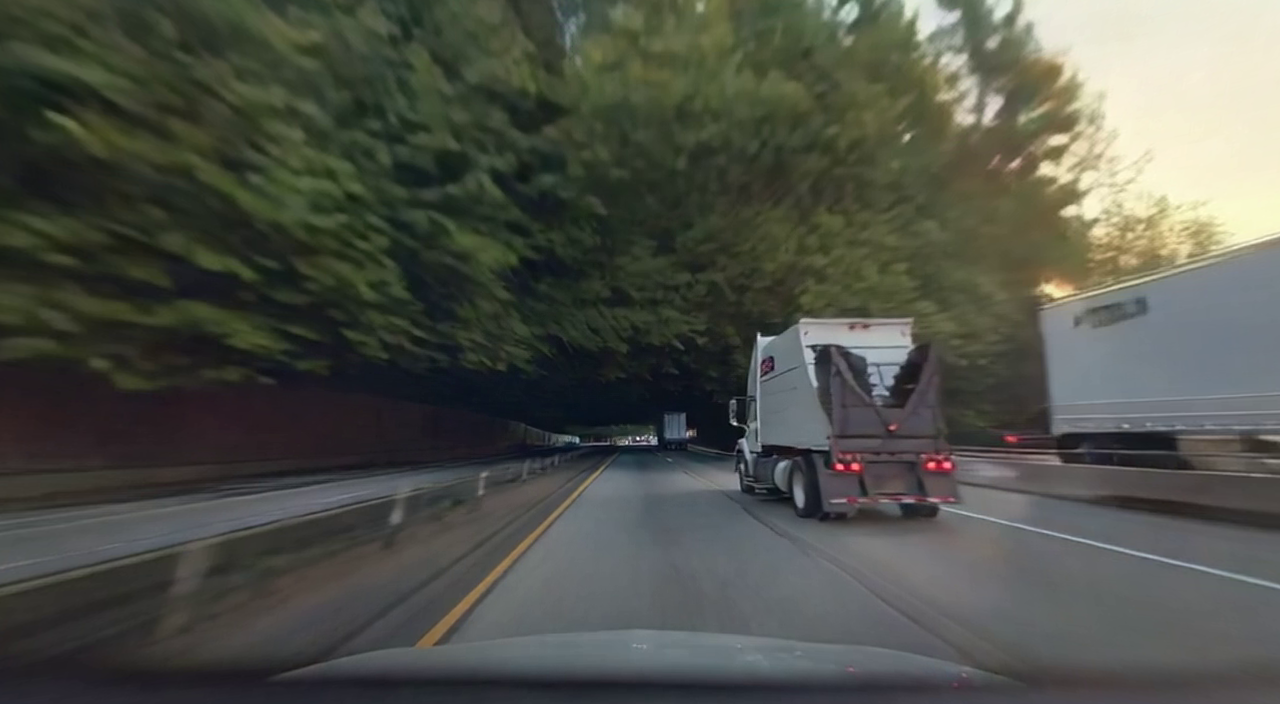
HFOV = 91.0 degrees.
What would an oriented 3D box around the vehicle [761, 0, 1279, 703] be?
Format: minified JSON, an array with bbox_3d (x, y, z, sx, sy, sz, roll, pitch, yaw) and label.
[{"bbox_3d":[3.889,0.231,6.392,2.965,3.887,10.328,0,-8,-2],"label":"vehicle"}]
